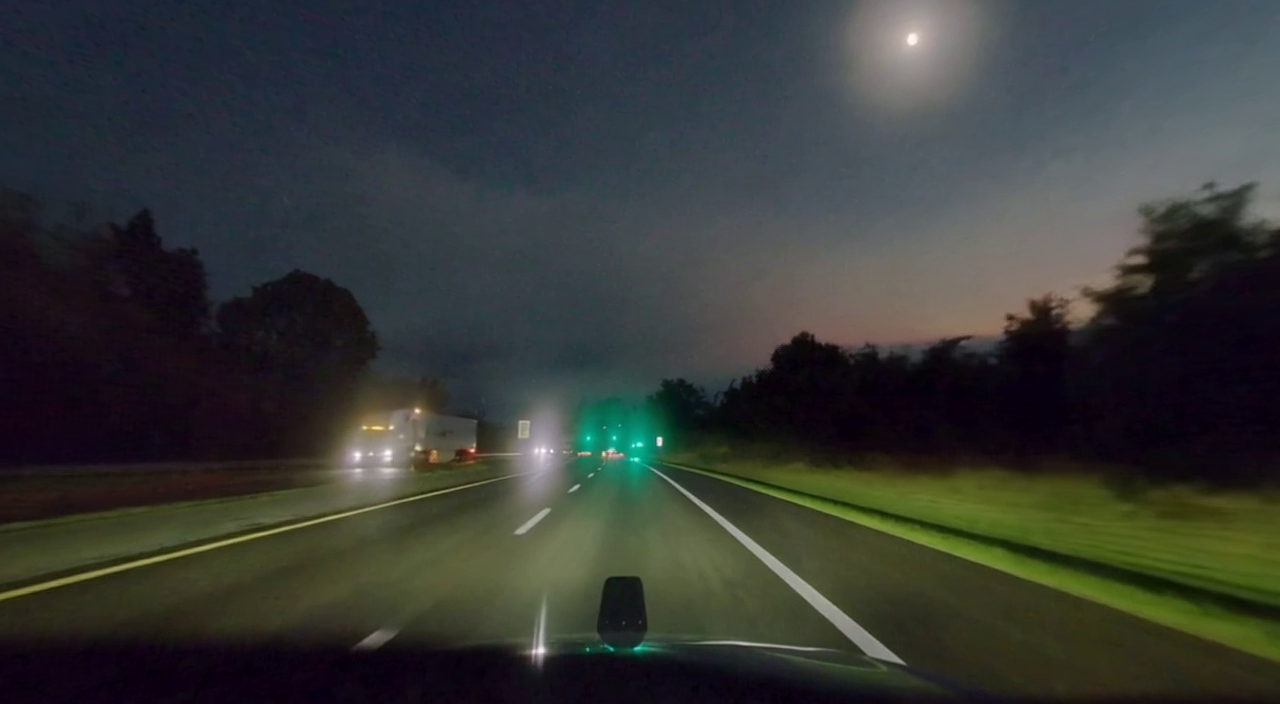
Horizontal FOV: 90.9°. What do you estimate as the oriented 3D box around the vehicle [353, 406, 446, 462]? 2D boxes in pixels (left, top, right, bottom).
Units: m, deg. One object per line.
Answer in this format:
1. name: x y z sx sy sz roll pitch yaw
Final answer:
1. vehicle: -17.081 6.081 45.723 2.903 3.554 10.284 0 -9 -1
